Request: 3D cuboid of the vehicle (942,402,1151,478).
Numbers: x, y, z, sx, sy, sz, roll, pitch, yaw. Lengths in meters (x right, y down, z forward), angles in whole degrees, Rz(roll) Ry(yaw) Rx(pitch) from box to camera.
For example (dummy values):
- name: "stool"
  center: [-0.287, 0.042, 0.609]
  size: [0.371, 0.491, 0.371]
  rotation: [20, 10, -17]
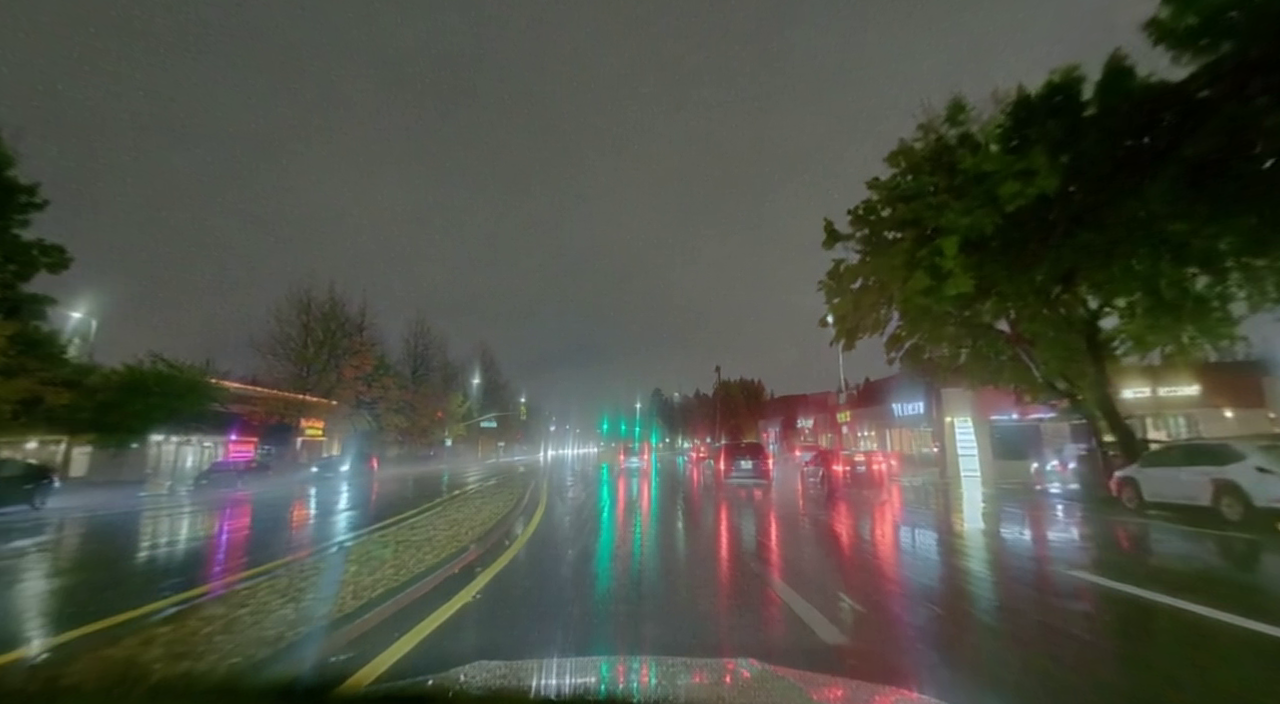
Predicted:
- name: "vehicle"
  center: [17.535, 3.856, 27.640]
  size: [7.127, 3.093, 2.760]
  rotation: [0, -8, 0]

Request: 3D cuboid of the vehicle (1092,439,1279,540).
- name: "vehicle"
  center: [10.418, 2.216, 10.589]
  size: [2.030, 1.479, 4.624]
  rotation: [0, -9, -4]

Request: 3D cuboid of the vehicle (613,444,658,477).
- name: "vehicle"
  center: [-0.225, 5.215, 30.580]
  size: [2.052, 1.461, 4.324]
  rotation: [0, -9, 0]

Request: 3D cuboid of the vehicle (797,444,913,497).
- name: "vehicle"
  center: [6.526, 3.617, 19.817]
  size: [1.952, 1.449, 4.544]
  rotation: [0, -9, -1]

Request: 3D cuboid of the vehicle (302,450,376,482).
- name: "vehicle"
  center: [-15.198, 5.765, 32.116]
  size: [1.878, 1.481, 3.663]
  rotation: [-1, -9, 2]

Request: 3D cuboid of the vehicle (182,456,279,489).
- name: "vehicle"
  center: [-20.362, 5.979, 31.691]
  size: [1.925, 1.454, 4.529]
  rotation: [0, -9, -2]

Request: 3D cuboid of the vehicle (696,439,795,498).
- name: "vehicle"
  center: [2.993, 3.415, 18.999]
  size: [2.072, 1.545, 4.578]
  rotation: [0, -9, -2]
